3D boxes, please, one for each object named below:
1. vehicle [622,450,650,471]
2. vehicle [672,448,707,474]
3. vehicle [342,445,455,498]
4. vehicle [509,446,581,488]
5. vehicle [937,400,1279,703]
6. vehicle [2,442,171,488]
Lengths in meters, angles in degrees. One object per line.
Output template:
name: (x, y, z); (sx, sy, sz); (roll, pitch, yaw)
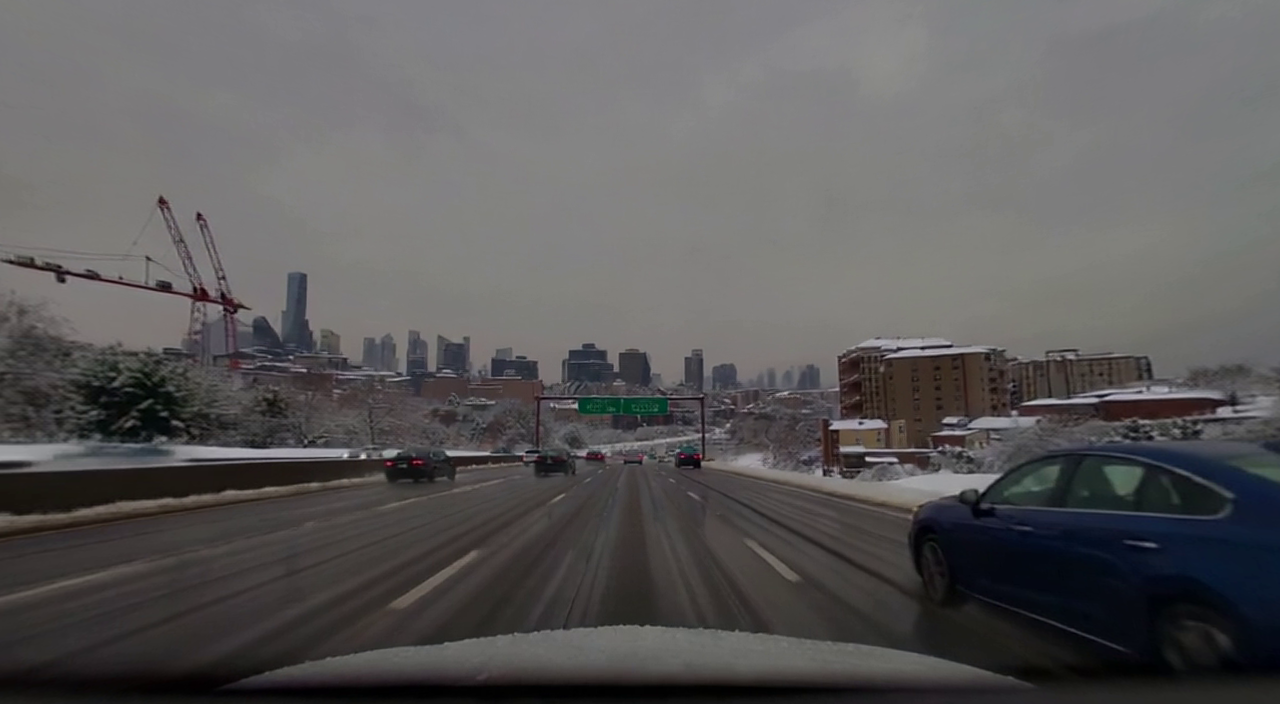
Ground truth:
vehicle: (-0.313, 8.234, 48.167); (2.019, 1.472, 3.971); (0, -8, 0)
vehicle: (3.274, 7.296, 42.641); (1.978, 1.602, 4.092); (0, -8, -1)
vehicle: (-7.612, 3.777, 20.452); (1.951, 1.528, 4.209); (0, -8, 1)
vehicle: (-3.719, 4.559, 25.547); (2.136, 1.512, 4.488); (0, -8, 1)
vehicle: (3.259, 0.948, 2.445); (1.995, 1.486, 4.463); (0, -8, -1)
vehicle: (-19.609, 3.987, 22.736); (1.800, 1.465, 4.722); (0, -8, 0)
